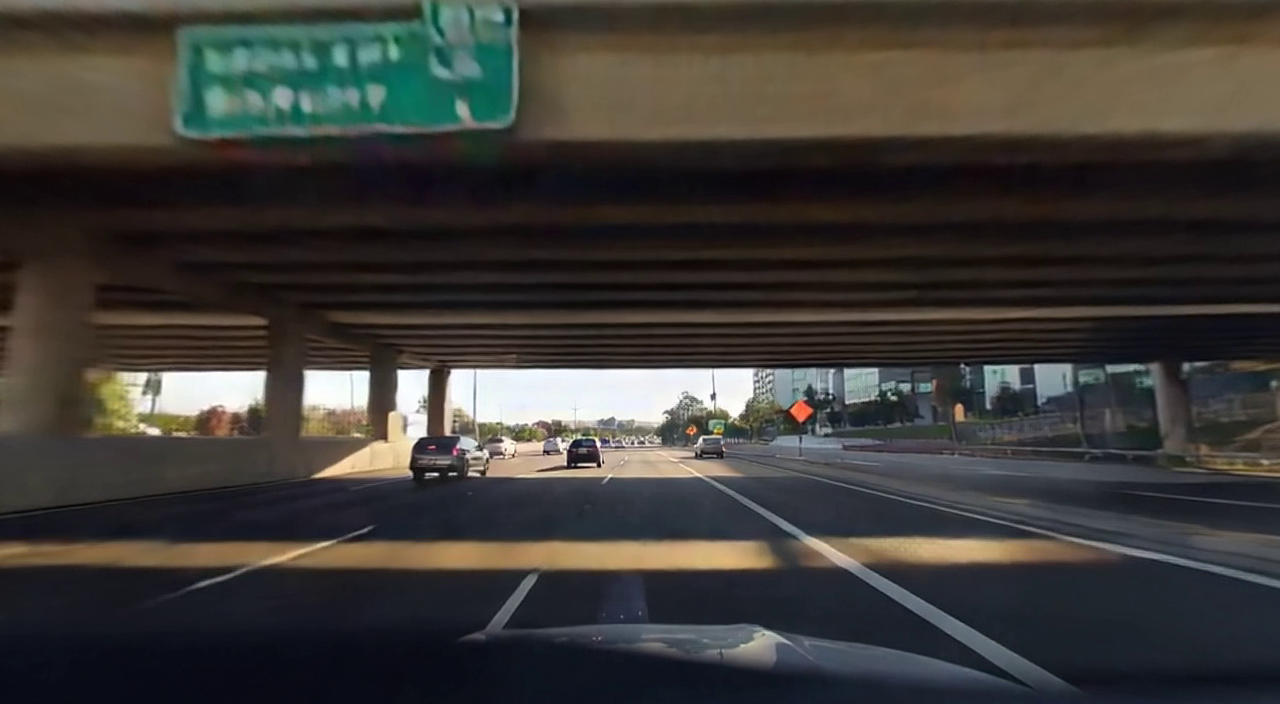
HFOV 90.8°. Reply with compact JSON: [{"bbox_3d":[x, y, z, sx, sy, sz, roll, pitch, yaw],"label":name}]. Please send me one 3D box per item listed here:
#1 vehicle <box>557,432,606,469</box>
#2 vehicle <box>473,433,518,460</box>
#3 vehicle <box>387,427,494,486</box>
[{"bbox_3d":[-2.843,4.911,31.571,2.027,1.697,4.307,0,-8,0],"label":"vehicle"},{"bbox_3d":[-9.820,6.490,43.400,1.969,1.759,4.758,0,-8,0],"label":"vehicle"},{"bbox_3d":[-6.541,3.475,21.346,2.015,1.762,4.790,0,-8,0],"label":"vehicle"}]
